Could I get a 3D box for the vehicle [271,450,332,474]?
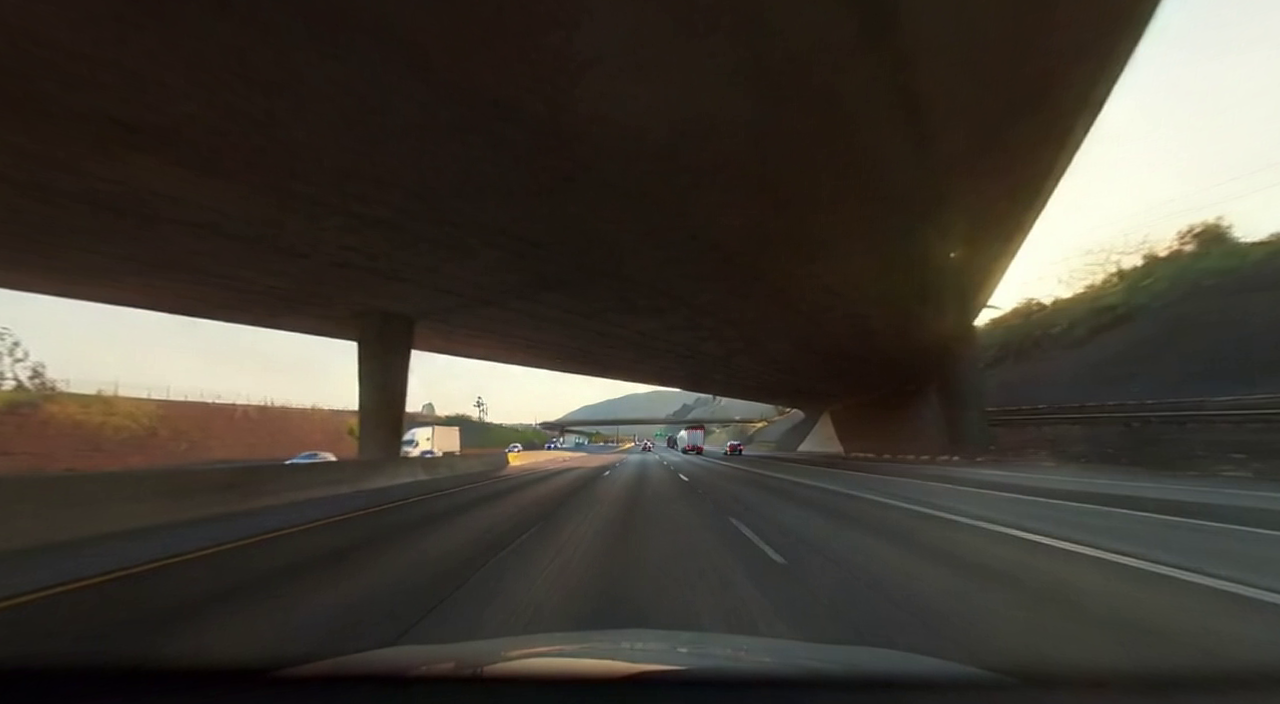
[{"bbox_3d":[-25.254,8.208,47.290,1.963,1.581,4.646,0,-8,1],"label":"vehicle"}]
